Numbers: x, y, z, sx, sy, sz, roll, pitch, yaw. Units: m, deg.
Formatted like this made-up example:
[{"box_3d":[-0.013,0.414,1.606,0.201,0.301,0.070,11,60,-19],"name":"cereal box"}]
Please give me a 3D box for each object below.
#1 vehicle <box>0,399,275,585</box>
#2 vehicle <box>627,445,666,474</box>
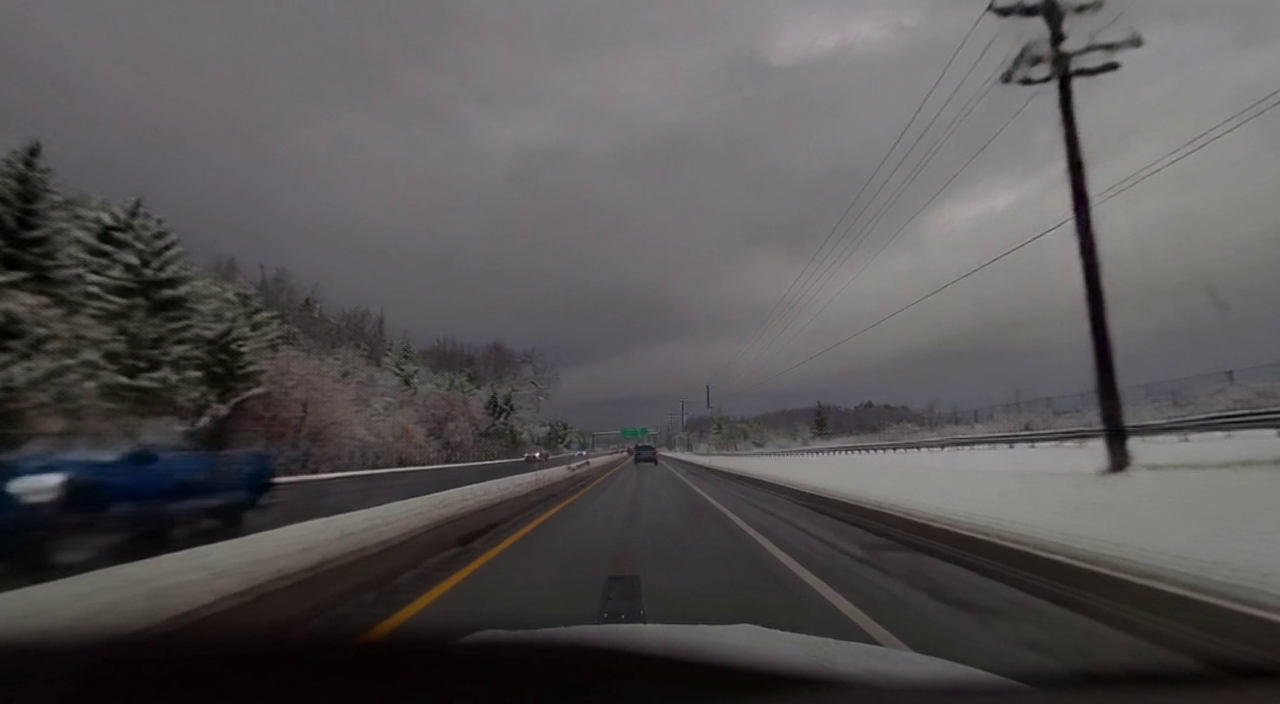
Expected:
[{"box_3d":[-7.111,1.661,8.072,2.145,1.740,4.433,0,-9,0],"name":"vehicle"},{"box_3d":[0.320,5.920,34.912,2.080,1.486,3.813,0,-9,-1],"name":"vehicle"}]
